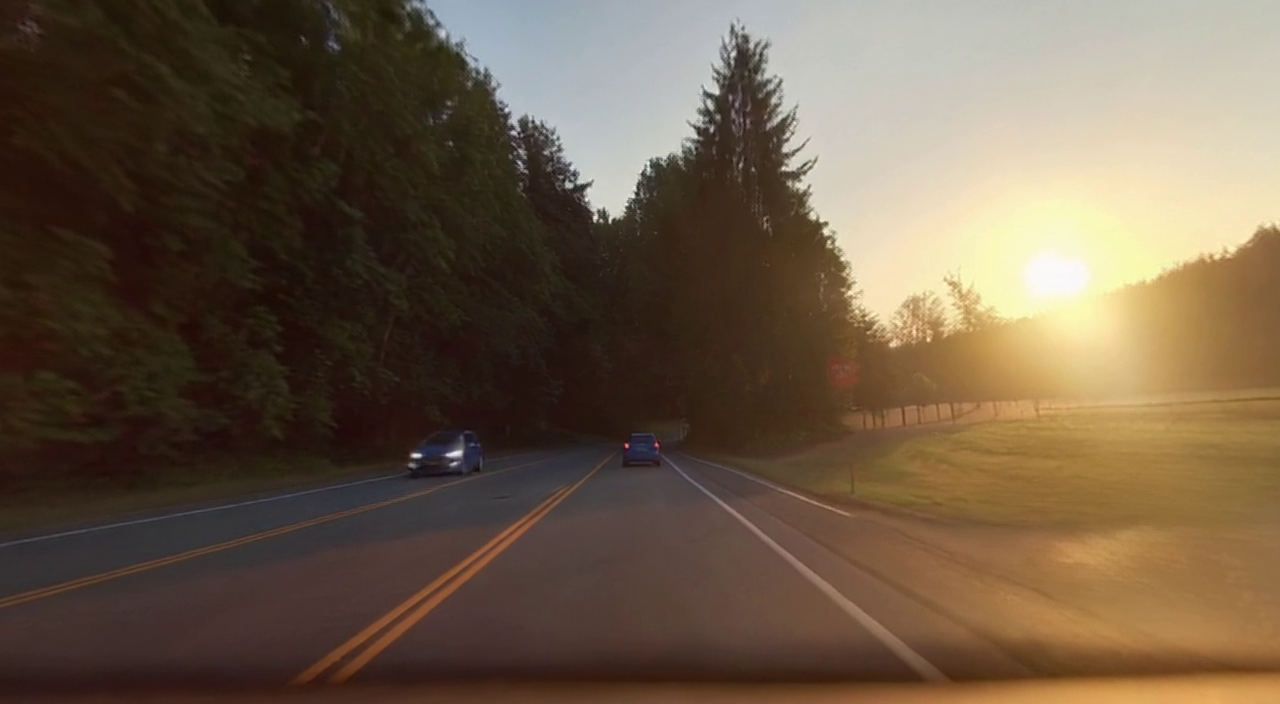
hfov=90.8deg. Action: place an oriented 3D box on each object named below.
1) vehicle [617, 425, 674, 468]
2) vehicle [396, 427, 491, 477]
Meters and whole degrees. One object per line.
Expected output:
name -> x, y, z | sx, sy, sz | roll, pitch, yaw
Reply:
vehicle -> 0.214, 4.108, 27.571 | 2.294, 1.708, 4.110 | 0, -8, 0
vehicle -> -7.266, 3.745, 23.856 | 2.185, 1.713, 4.365 | 0, -8, 0
